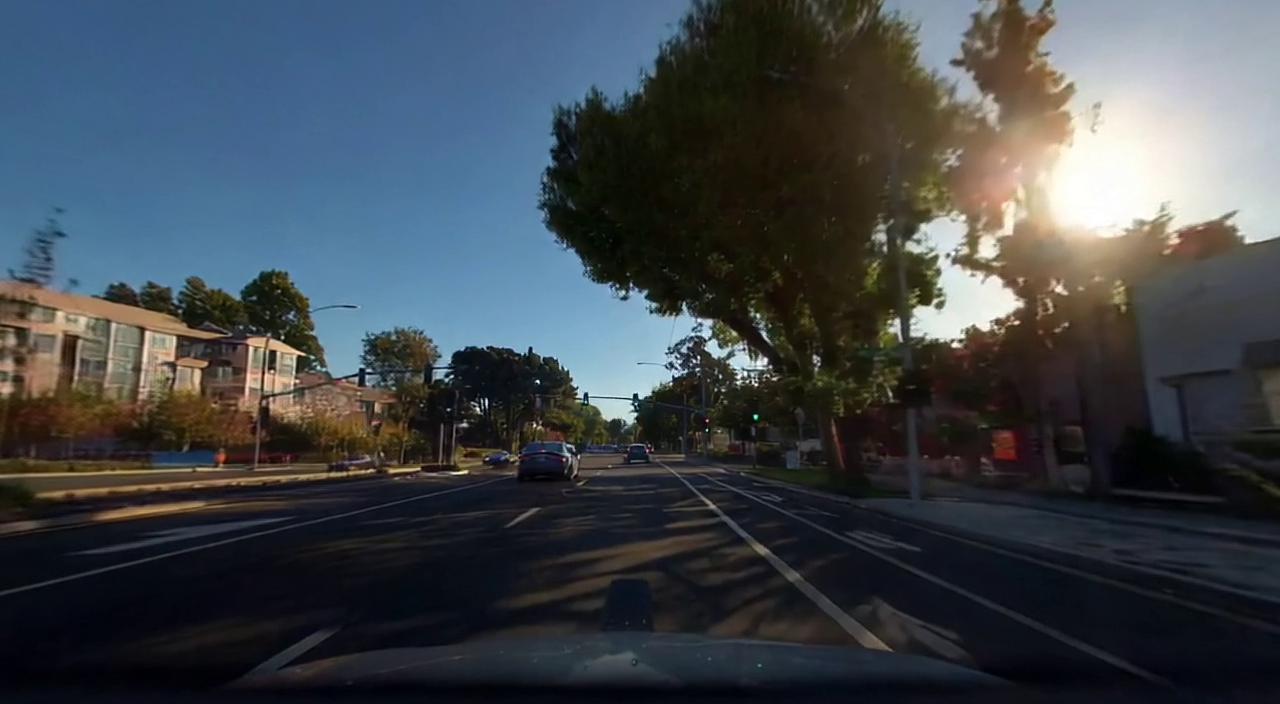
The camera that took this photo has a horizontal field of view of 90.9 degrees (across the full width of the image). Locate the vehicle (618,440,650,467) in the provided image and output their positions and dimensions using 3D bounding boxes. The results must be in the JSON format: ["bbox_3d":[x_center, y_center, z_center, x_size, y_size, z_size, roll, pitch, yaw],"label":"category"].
[{"bbox_3d":[-0.392,7.068,43.853,2.153,1.764,4.047,0,-8,1],"label":"vehicle"}]

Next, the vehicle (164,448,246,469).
[{"bbox_3d":[-33.336,8.173,48.379,4.812,1.496,1.988,0,-8,2],"label":"vehicle"}]

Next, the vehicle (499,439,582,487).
[{"bbox_3d":[-3.283,3.783,21.763,2.015,1.470,4.458,0,-8,2],"label":"vehicle"}]
